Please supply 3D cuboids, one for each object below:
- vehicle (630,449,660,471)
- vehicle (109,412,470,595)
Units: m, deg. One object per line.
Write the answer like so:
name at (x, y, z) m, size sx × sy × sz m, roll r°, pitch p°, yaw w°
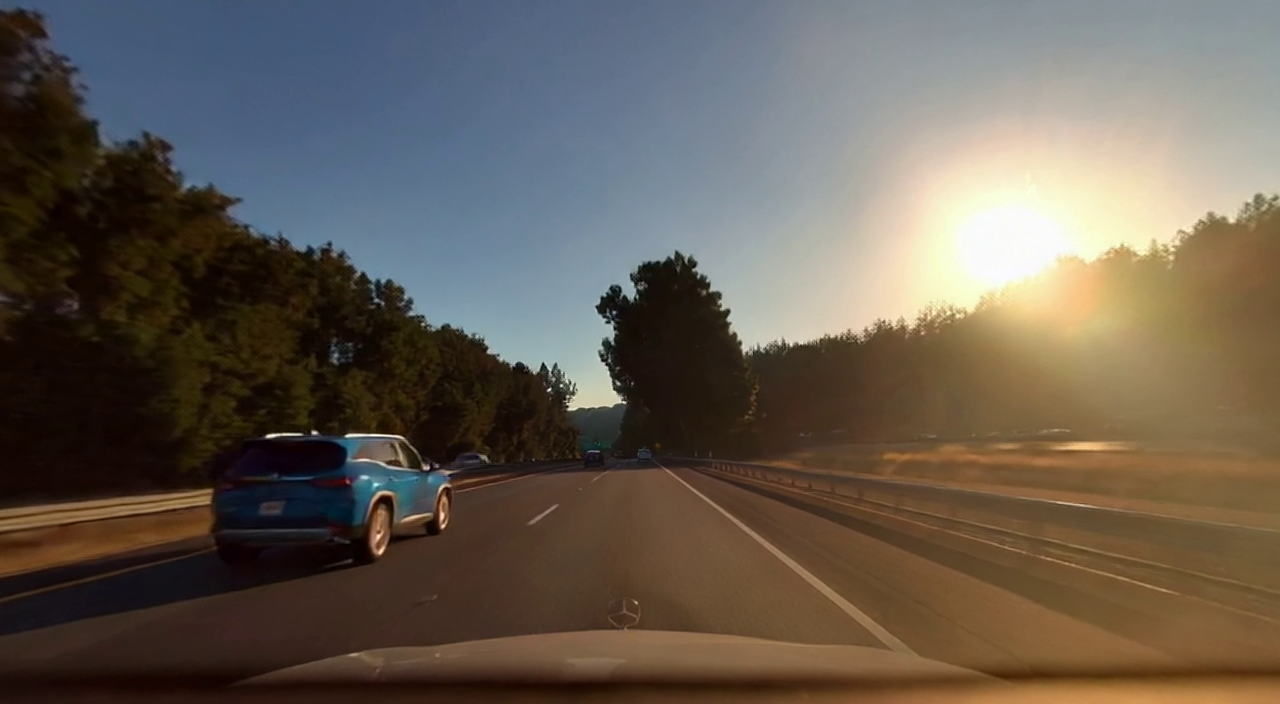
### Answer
vehicle at (0.311, 7.705, 45.235) m, size 2.046 × 1.452 × 4.407 m, roll 0°, pitch -9°, yaw 0°
vehicle at (-3.812, 1.720, 7.995) m, size 2.100 × 1.667 × 4.223 m, roll 0°, pitch -9°, yaw 0°
